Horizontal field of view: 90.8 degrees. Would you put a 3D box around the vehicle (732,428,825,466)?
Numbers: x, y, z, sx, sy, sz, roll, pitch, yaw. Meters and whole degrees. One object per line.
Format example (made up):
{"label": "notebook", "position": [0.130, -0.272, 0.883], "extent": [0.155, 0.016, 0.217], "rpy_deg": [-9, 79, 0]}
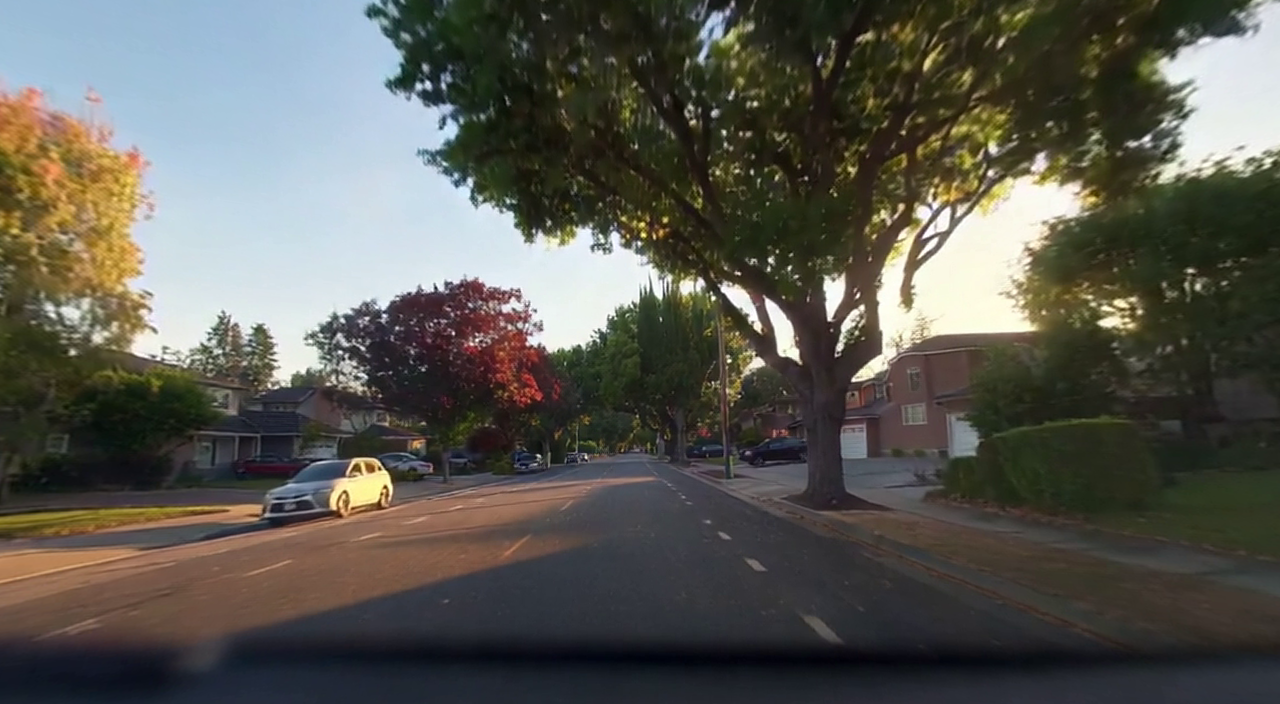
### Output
{"label": "vehicle", "position": [8.616, 5.961, 39.568], "extent": [5.221, 1.958, 1.992], "rpy_deg": [-4, -9, -1]}

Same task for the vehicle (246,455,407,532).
{"label": "vehicle", "position": [-7.743, 3.484, 16.175], "extent": [1.919, 1.492, 4.547], "rpy_deg": [-5, -9, -2]}

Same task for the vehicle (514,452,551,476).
{"label": "vehicle", "position": [-8.060, 8.420, 47.709], "extent": [1.973, 1.500, 4.781], "rpy_deg": [-5, -9, -2]}
